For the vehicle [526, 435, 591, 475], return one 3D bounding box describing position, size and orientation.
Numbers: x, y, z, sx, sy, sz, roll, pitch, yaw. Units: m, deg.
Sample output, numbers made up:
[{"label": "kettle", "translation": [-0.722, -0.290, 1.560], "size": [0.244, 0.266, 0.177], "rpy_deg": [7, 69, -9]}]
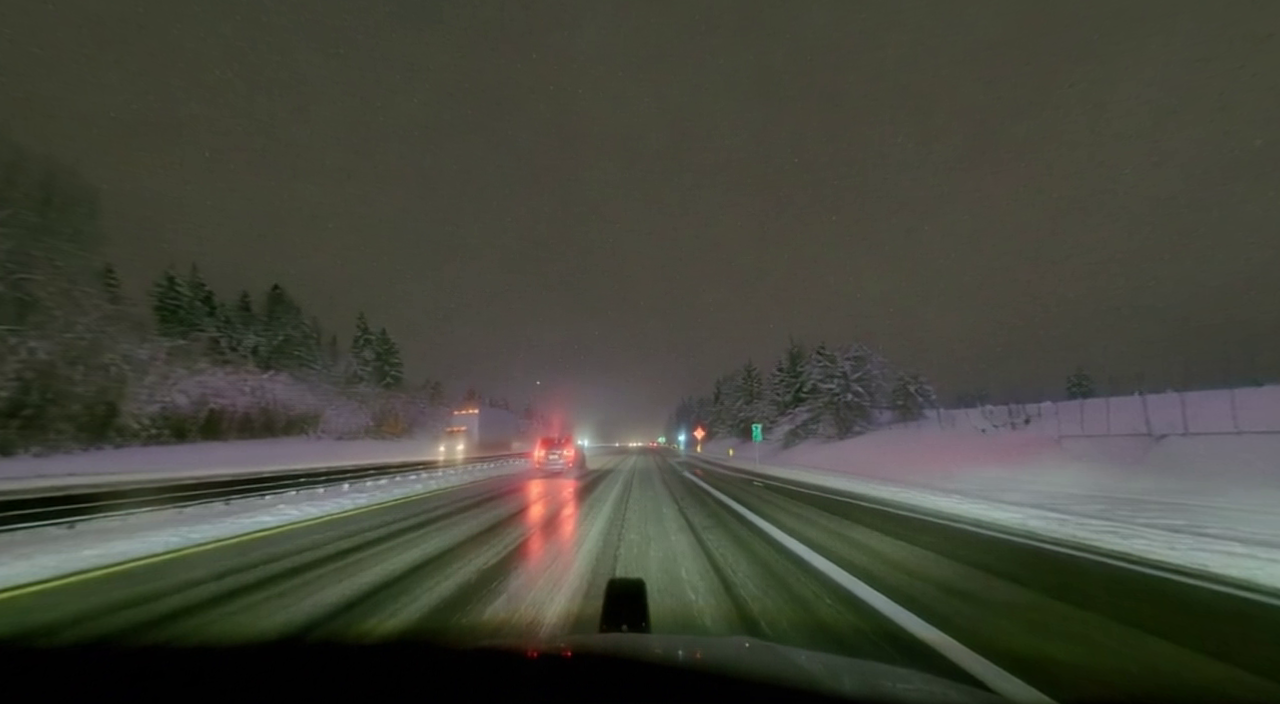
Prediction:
[{"label": "vehicle", "translation": [-3.326, 4.312, 26.529], "size": [2.051, 1.531, 4.250], "rpy_deg": [0, -8, 2]}]
